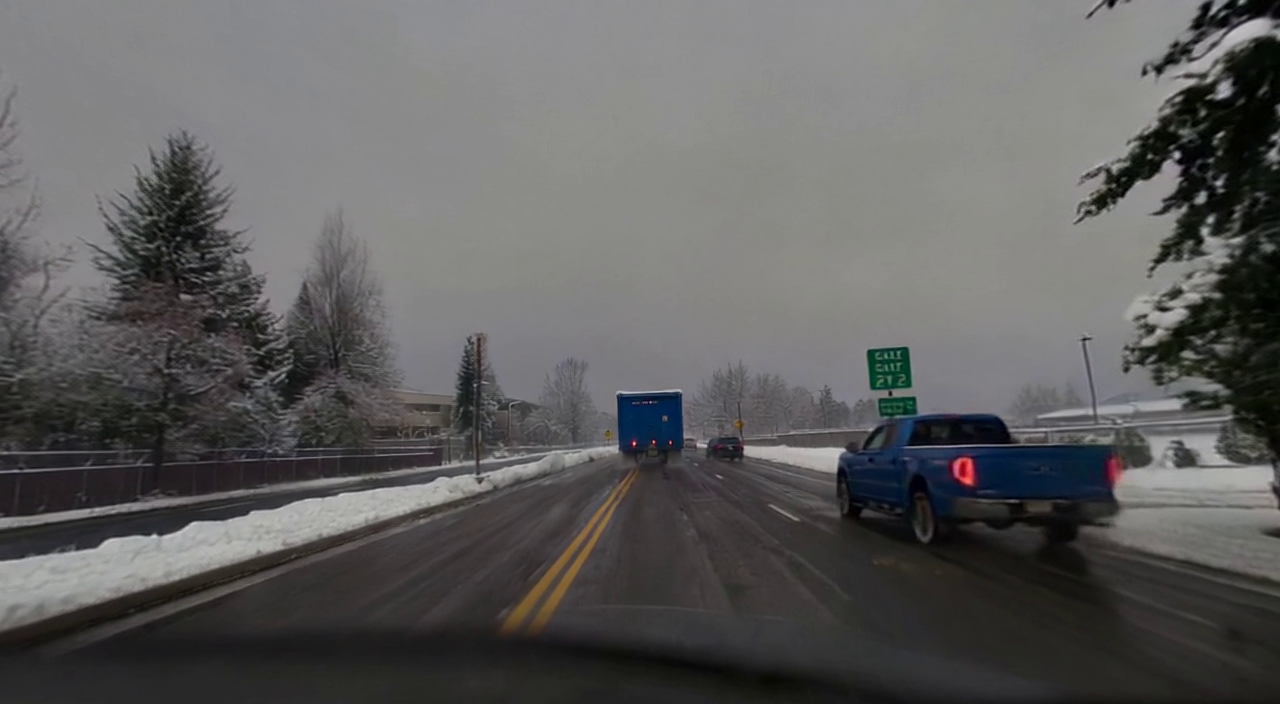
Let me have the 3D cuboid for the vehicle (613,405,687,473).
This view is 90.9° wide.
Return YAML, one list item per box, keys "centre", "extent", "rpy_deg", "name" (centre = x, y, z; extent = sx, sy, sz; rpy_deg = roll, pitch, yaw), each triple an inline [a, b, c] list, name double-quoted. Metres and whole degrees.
- centre: [0.547, 4.305, 31.091]
  extent: [3.197, 2.963, 7.055]
  rpy_deg: [0, -8, 2]
  name: "vehicle"

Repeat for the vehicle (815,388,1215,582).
- centre: [4.325, 1.648, 8.682]
  extent: [2.375, 1.857, 5.100]
  rpy_deg: [0, -8, 0]
  name: "vehicle"

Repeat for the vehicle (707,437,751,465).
- centre: [5.449, 6.152, 39.299]
  extent: [2.076, 1.661, 4.524]
  rpy_deg: [0, -8, 0]
  name: "vehicle"

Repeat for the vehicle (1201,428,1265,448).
- centre: [44.769, 6.485, 47.679]
  extent: [1.664, 1.434, 3.771]
  rpy_deg: [-3, -8, 11]
  name: "vehicle"
